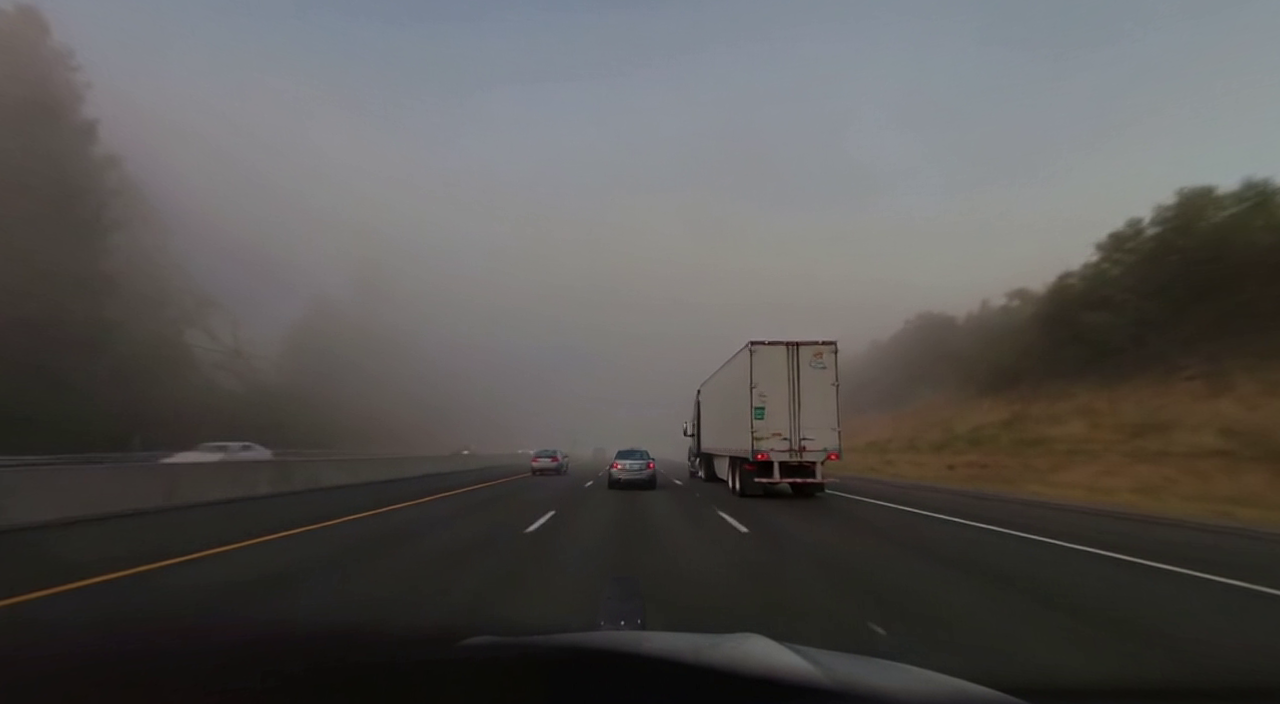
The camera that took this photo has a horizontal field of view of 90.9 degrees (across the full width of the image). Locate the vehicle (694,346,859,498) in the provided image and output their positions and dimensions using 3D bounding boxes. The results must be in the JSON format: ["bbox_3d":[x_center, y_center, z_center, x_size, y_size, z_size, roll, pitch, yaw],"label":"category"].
[{"bbox_3d":[4.285,2.975,24.223,2.905,4.109,14.332,0,-9,-1],"label":"vehicle"}]

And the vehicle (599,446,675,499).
[{"bbox_3d":[-0.099,3.553,18.949,2.023,1.400,4.028,0,-9,-1],"label":"vehicle"}]

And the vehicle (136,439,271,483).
[{"bbox_3d":[-16.061,4.036,23.526,1.882,1.460,4.404,0,-9,0],"label":"vehicle"}]

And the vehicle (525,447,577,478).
[{"bbox_3d":[-4.484,5.611,32.364,2.017,1.460,4.382,0,-9,0],"label":"vehicle"}]
